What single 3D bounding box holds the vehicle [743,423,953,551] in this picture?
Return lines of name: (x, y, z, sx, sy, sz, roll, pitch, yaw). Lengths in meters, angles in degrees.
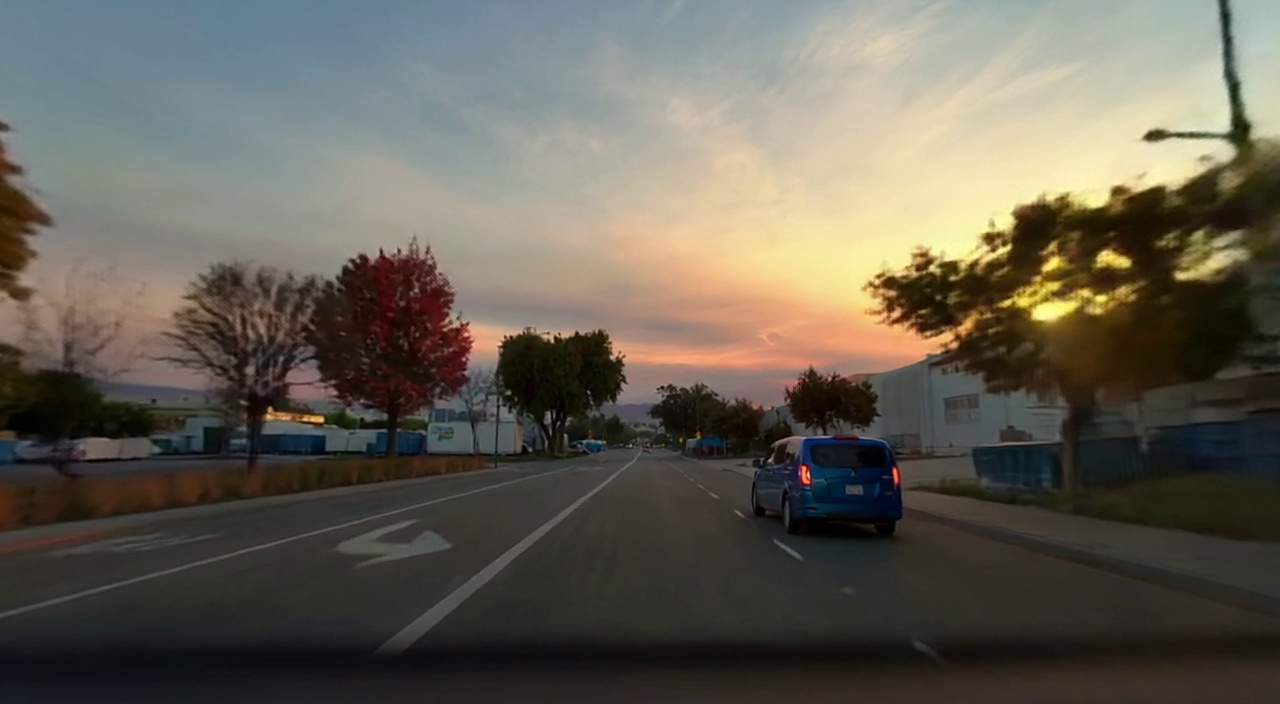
vehicle: (3.415, 2.319, 11.590, 2.202, 1.822, 4.826, 0, -8, 0)
